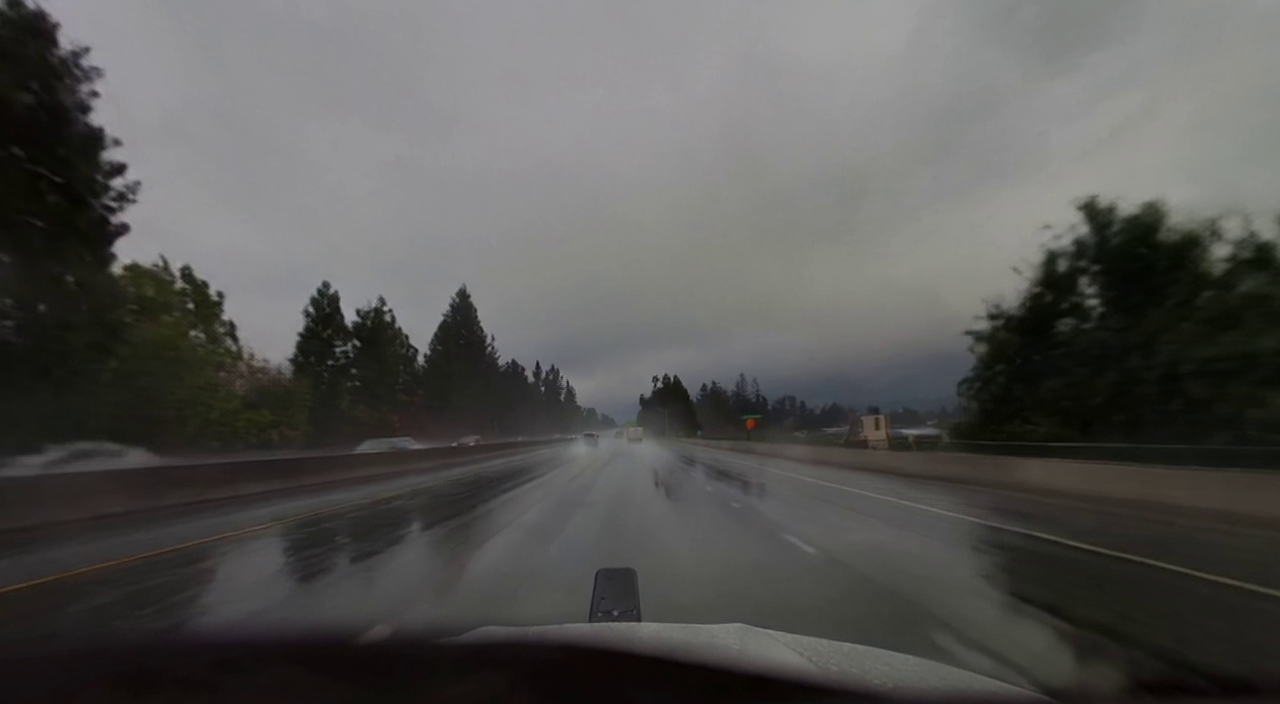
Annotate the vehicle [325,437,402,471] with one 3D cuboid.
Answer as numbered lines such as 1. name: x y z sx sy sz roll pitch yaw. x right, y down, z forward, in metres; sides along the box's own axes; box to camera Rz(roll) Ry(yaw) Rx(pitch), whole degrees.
1. vehicle: -12.706 4.662 29.178 1.810 1.435 3.941 0 -8 -1
